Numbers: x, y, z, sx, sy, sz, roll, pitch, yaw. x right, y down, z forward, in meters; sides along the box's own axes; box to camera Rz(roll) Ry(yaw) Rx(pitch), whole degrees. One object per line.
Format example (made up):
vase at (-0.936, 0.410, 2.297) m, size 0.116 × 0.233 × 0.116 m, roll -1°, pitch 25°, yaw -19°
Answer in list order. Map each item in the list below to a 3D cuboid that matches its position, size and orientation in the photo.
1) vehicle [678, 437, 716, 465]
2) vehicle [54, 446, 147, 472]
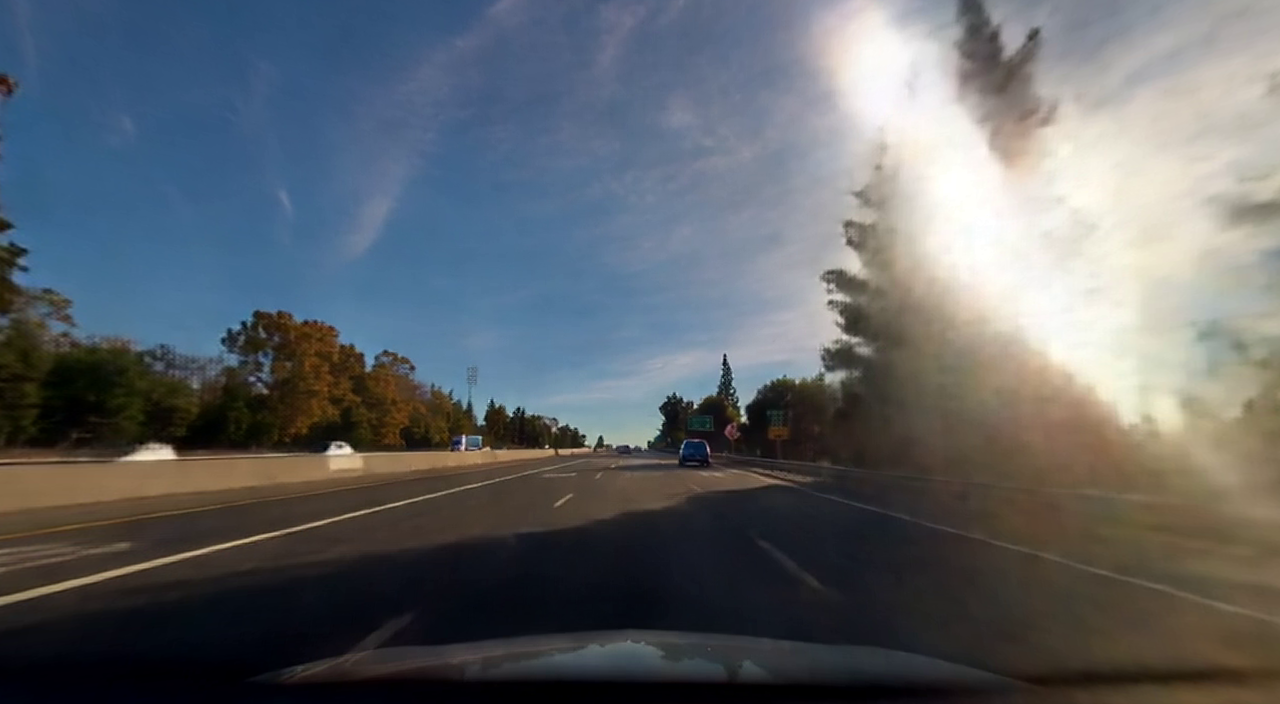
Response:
vehicle at (4.115, 7.202, 46.141) m, size 2.172 × 1.930 × 4.879 m, roll 0°, pitch -8°, yaw -2°
vehicle at (-33.035, 6.528, 38.801) m, size 1.864 × 1.460 × 4.330 m, roll 0°, pitch -8°, yaw 0°
